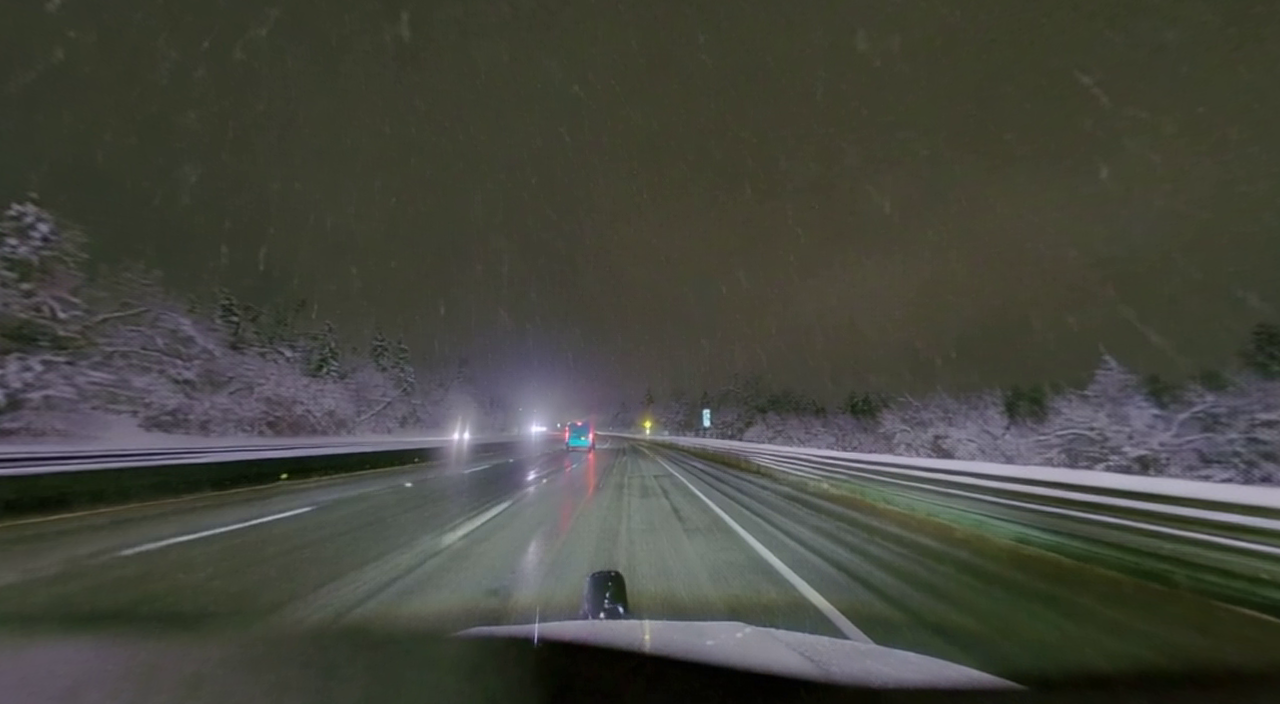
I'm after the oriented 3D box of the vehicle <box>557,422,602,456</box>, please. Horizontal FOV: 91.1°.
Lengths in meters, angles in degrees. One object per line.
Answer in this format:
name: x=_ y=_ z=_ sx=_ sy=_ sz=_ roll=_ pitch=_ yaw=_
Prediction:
vehicle: x=-3.826 y=5.628 z=40.777 sx=2.309 sy=2.053 sz=4.884 roll=0 pitch=-8 yaw=1
